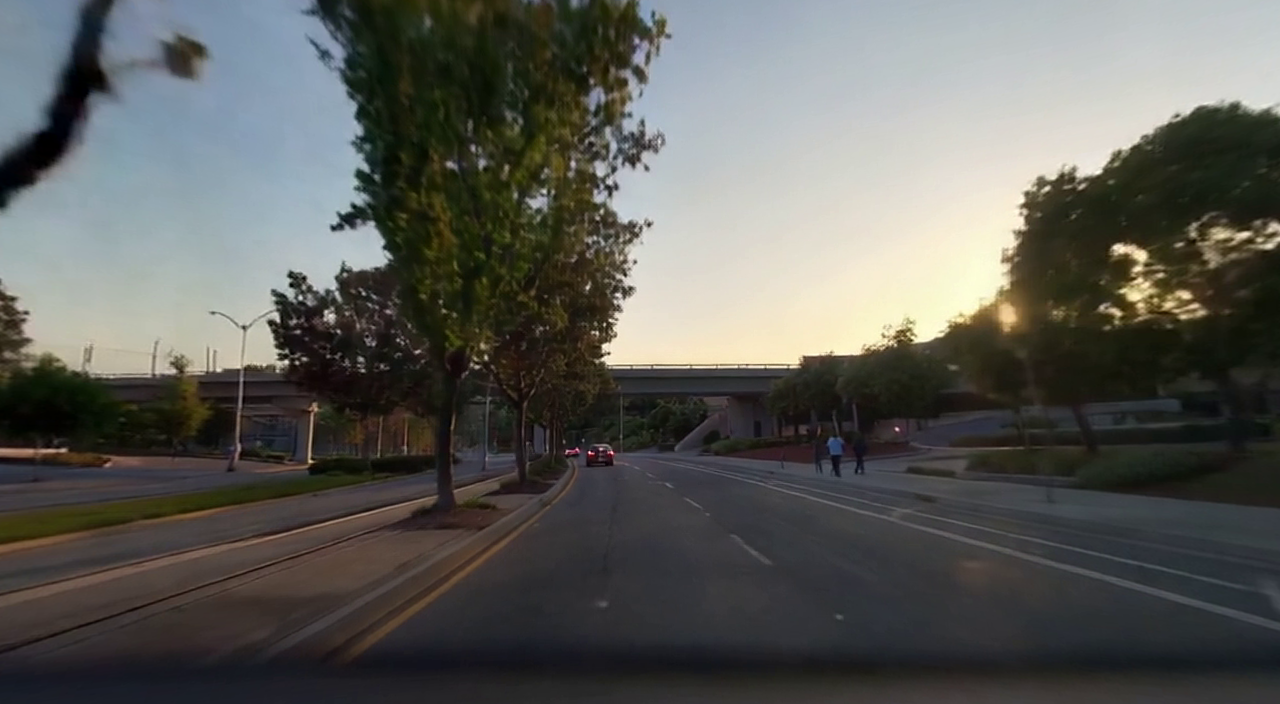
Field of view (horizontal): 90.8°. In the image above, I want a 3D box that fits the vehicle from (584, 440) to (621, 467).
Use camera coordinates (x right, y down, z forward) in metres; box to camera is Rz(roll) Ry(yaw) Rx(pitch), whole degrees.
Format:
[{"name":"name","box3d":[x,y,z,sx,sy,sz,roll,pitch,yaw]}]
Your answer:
[{"name":"vehicle","box3d":[-2.607,6.878,43.072,2.184,1.713,4.231,1,-9,-8]}]
